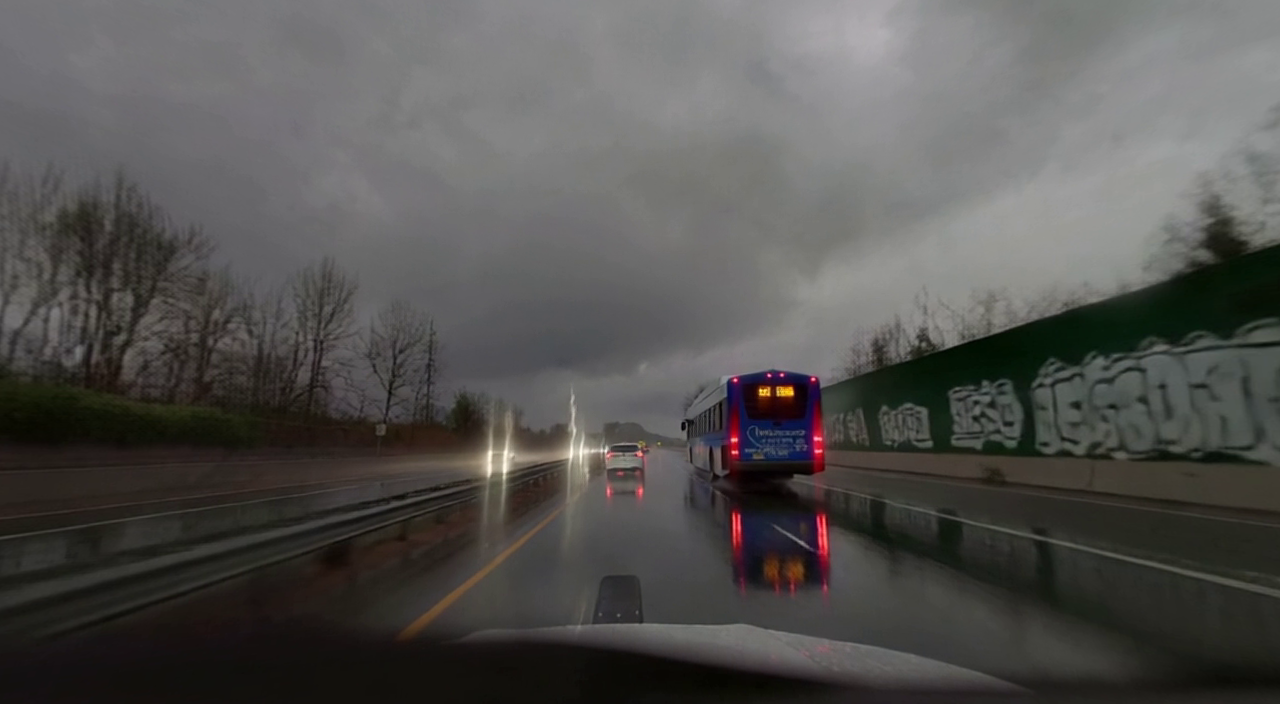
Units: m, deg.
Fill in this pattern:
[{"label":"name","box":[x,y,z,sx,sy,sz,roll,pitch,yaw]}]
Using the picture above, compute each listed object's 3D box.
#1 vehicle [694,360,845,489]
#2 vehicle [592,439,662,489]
[{"label":"vehicle","box":[4.030,2.912,23.279,3.055,3.479,12.521,-1,-9,1]},{"label":"vehicle","box":[-0.367,3.803,21.553,2.160,1.532,4.073,-1,-9,1]}]
